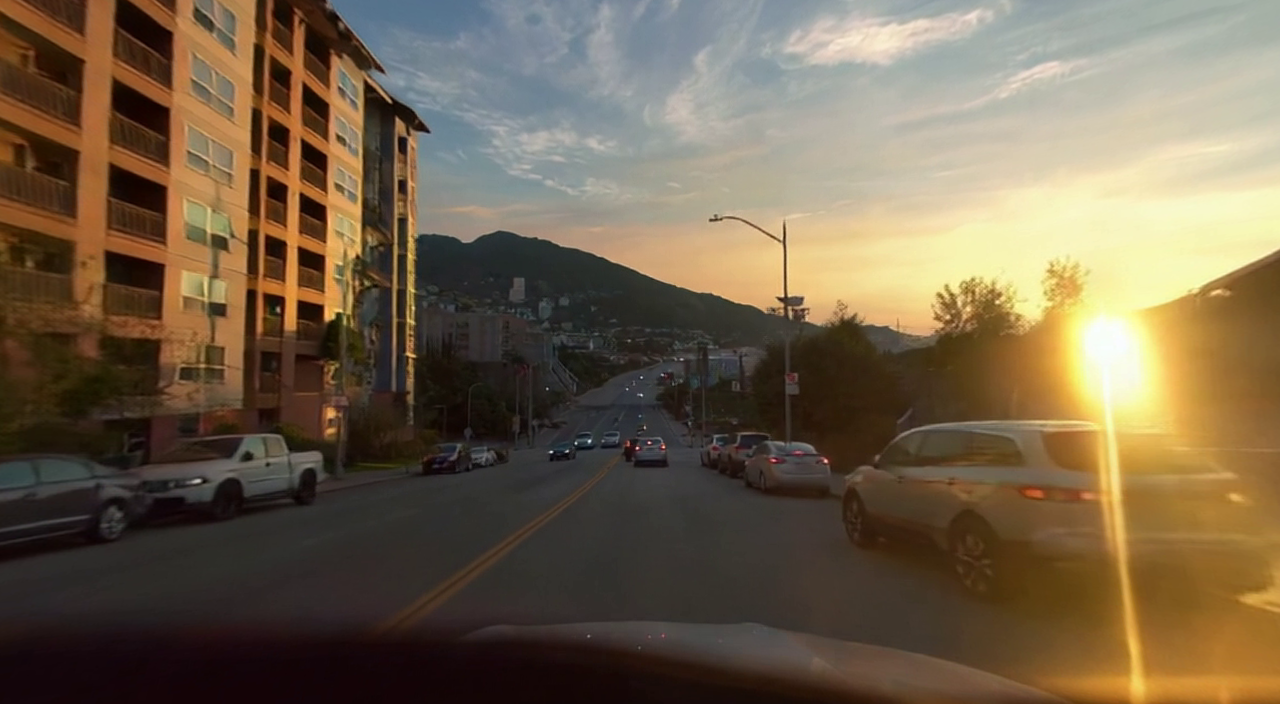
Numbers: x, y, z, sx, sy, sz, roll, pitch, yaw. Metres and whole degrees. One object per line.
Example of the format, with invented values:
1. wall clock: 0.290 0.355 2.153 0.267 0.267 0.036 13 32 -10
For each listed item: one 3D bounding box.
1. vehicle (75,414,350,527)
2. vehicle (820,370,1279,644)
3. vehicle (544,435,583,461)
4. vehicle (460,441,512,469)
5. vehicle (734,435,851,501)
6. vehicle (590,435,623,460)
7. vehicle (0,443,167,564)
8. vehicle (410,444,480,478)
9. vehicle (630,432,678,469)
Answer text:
1. vehicle: -9.196 2.602 14.457 2.457 2.048 5.461 0 -8 0
2. vehicle: 3.784 1.366 6.630 2.260 1.789 4.810 0 -8 -1
3. vehicle: -5.751 7.325 48.130 2.345 1.831 4.828 0 -8 1
4. vehicle: -9.122 6.138 37.662 2.002 1.546 4.339 0 -8 0
5. vehicle: 3.731 2.921 16.313 2.033 1.470 4.502 0 -8 2
6. vehicle: -2.442 7.083 46.849 2.219 1.746 4.197 0 -8 0
7. vehicle: -9.360 2.036 8.608 2.089 1.549 4.597 -1 -8 2
8. vehicle: -9.082 5.079 29.723 2.021 1.474 4.337 0 -8 -1
9. vehicle: 0.670 4.978 32.021 2.261 1.740 4.065 0 -8 1
